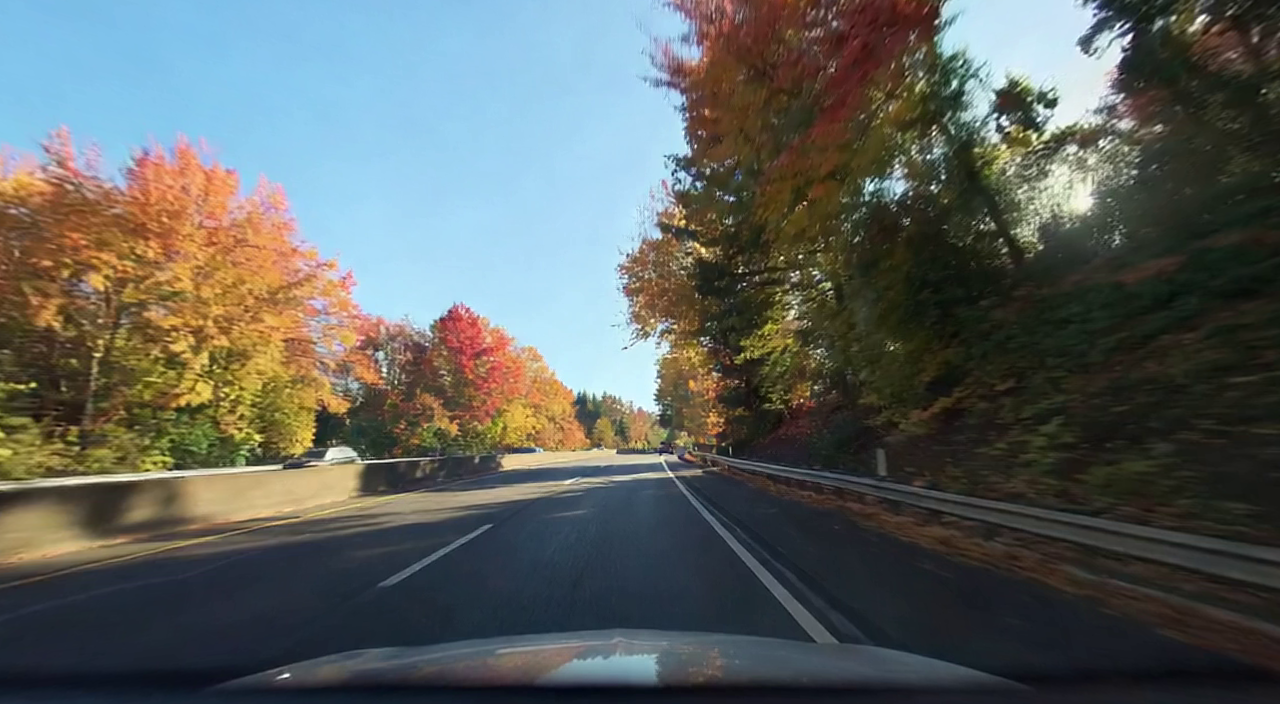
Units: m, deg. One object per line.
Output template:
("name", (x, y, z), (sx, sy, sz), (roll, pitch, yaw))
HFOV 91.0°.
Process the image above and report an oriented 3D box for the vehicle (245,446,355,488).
("vehicle", (-14.520, 4.908, 27.219), (2.224, 1.568, 4.411), (-1, -8, 1))
